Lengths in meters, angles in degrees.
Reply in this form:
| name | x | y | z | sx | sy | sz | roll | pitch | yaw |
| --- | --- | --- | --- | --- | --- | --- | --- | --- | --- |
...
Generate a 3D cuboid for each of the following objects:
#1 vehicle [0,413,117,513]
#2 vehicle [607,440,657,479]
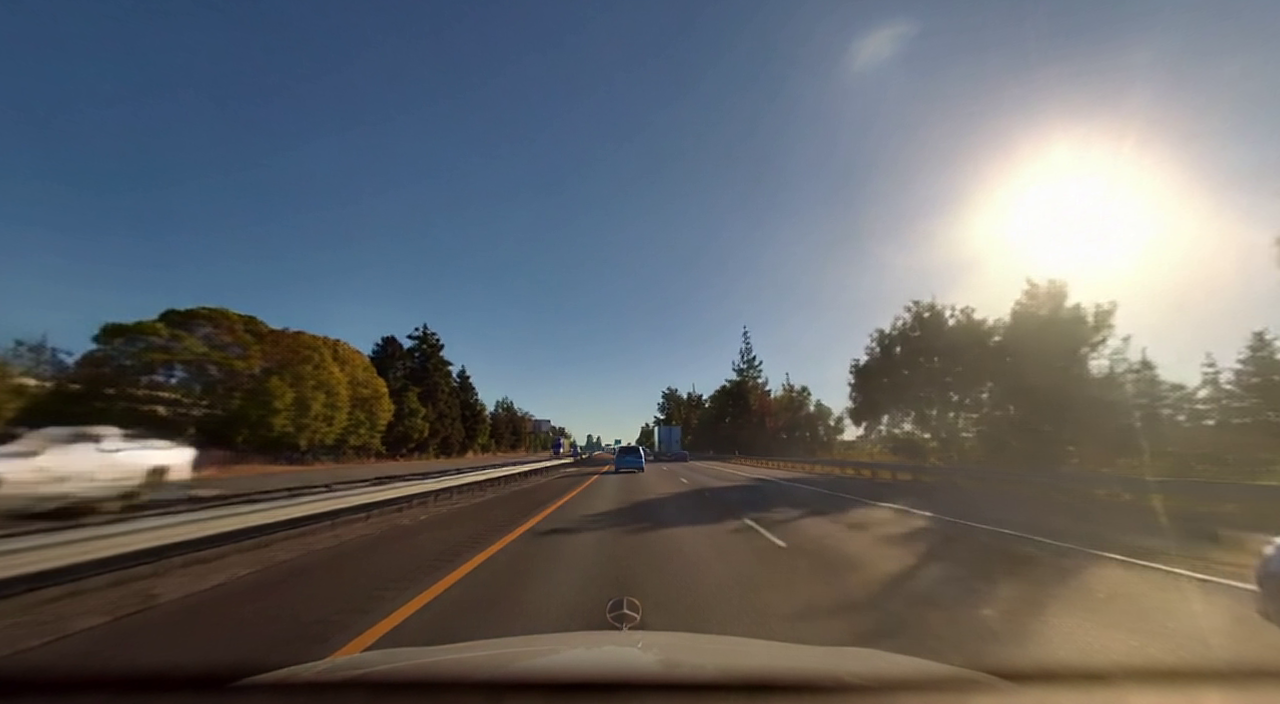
| name | x | y | z | sx | sy | sz | roll | pitch | yaw |
| --- | --- | --- | --- | --- | --- | --- | --- | --- | --- |
| vehicle | -12.141 | 1.943 | 10.975 | 1.994 | 1.729 | 4.652 | 0 | -9 | 0 |
| vehicle | -0.371 | 5.083 | 30.014 | 2.190 | 1.706 | 4.062 | 0 | -9 | 0 |
